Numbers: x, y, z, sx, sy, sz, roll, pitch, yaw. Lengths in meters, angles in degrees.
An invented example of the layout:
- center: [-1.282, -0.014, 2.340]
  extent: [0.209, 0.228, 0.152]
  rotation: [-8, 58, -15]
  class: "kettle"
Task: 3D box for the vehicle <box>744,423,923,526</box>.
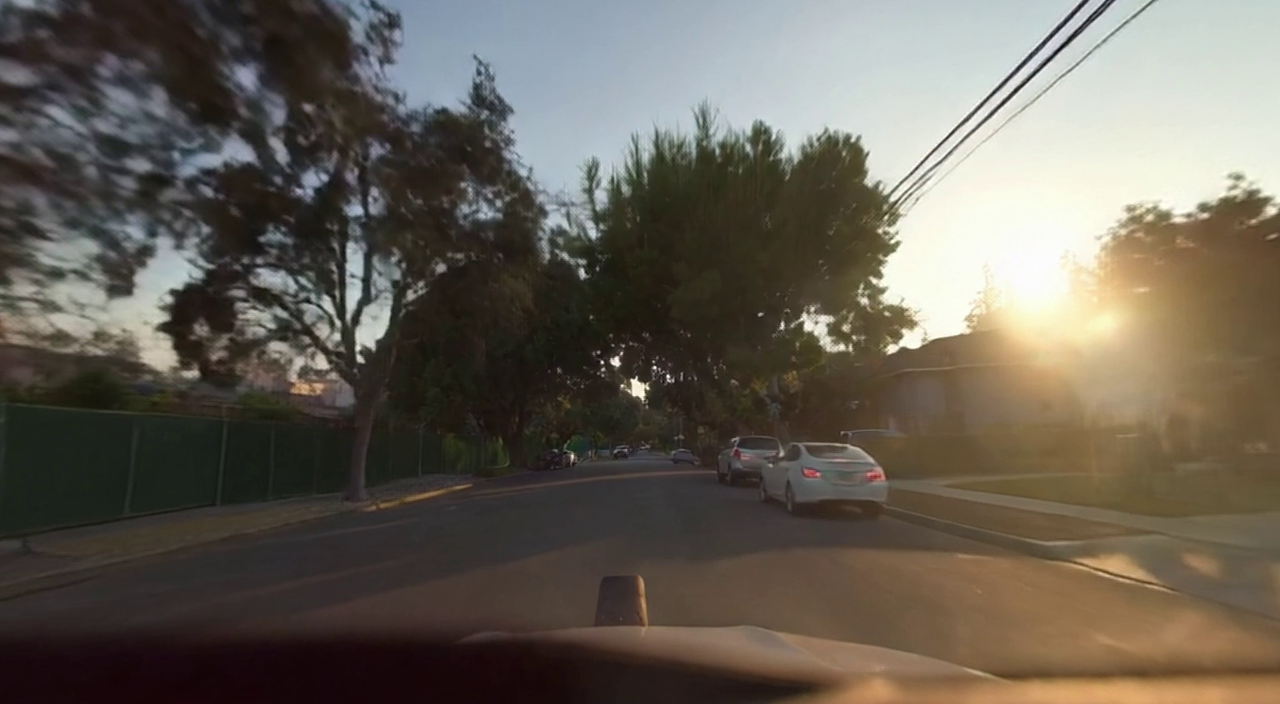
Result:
- center: [3.591, 2.388, 12.890]
  extent: [2.122, 1.673, 4.876]
  rotation: [0, -8, 0]
  class: "vehicle"
